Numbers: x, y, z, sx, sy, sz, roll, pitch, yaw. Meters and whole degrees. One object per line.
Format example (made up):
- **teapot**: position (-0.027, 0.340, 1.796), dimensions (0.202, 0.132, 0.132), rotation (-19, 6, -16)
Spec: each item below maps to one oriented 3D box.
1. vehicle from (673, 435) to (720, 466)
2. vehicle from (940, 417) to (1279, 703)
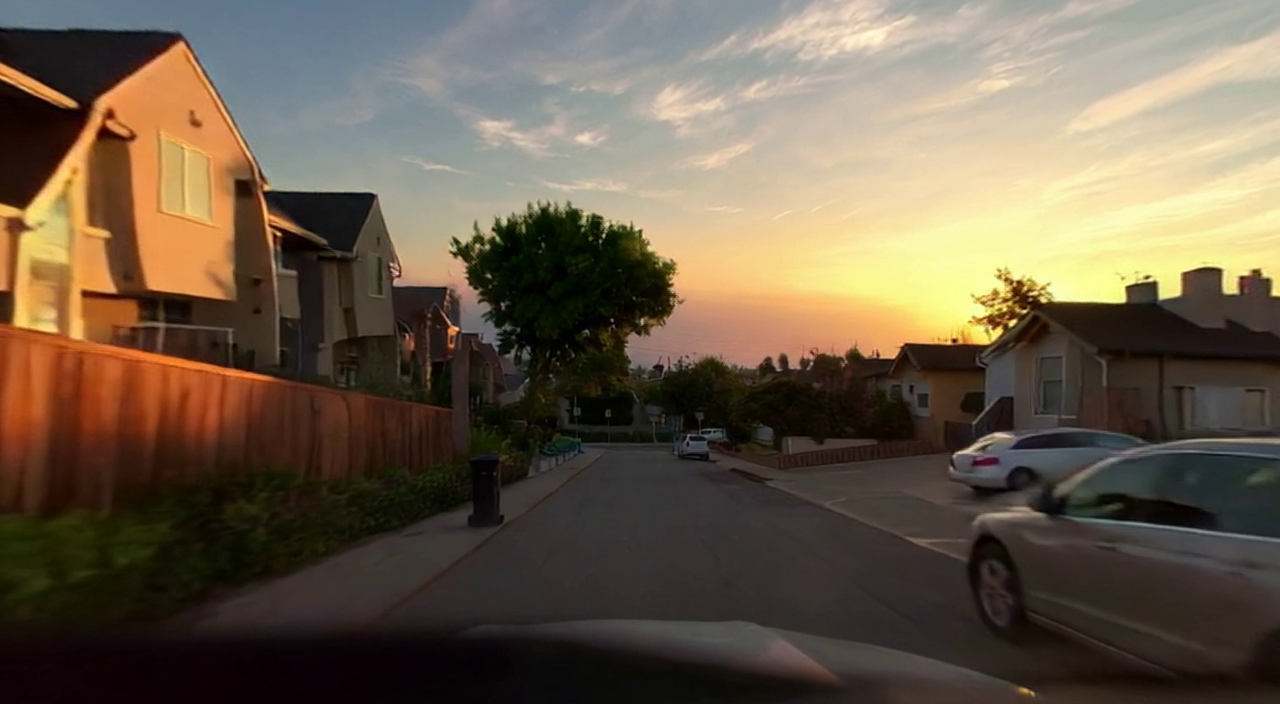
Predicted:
- **vehicle**: position (2.923, 5.185, 33.467), dimensions (1.955, 1.498, 4.046), rotation (0, -8, -3)
- **vehicle**: position (3.370, 1.104, 3.181), dimensions (1.838, 1.496, 3.735), rotation (0, -8, 0)
